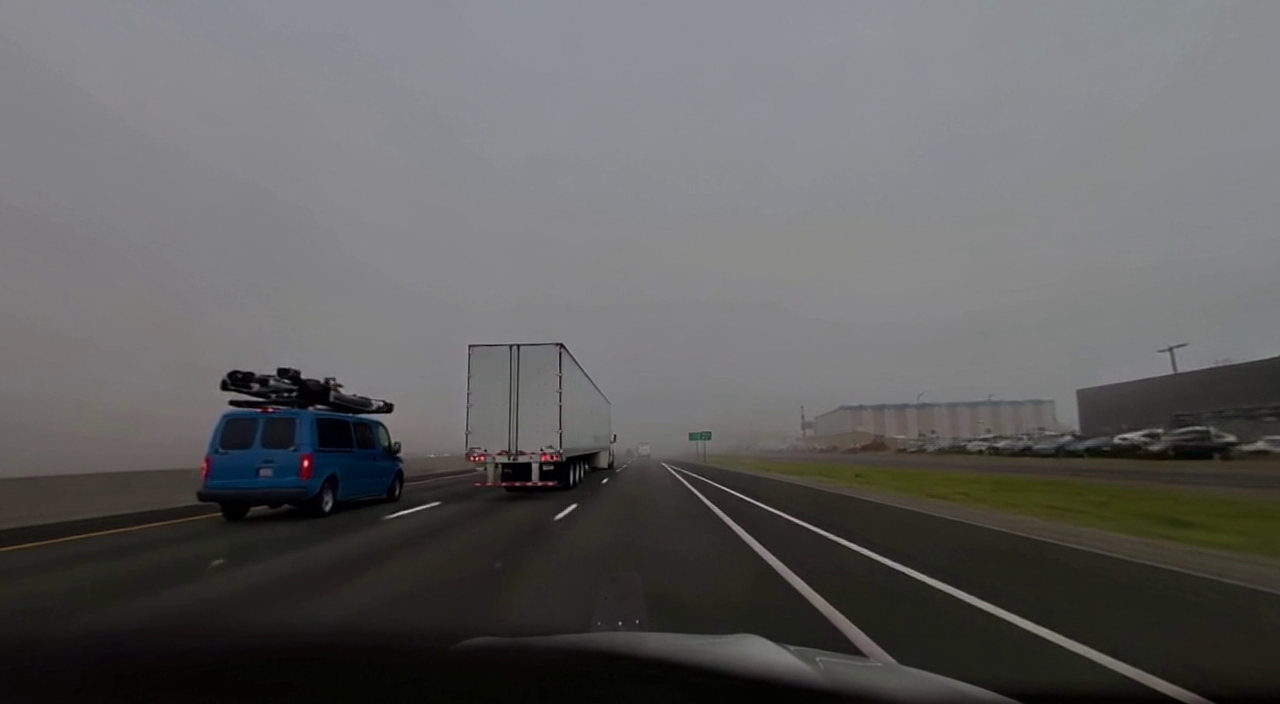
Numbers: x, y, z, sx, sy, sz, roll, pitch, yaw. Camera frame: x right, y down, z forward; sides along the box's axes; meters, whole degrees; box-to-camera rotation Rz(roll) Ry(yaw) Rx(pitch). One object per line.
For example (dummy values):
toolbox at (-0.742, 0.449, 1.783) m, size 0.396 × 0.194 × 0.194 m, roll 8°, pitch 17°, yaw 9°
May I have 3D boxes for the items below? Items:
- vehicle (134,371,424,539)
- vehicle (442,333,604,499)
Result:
vehicle at (-6.809, 2.075, 13.166) m, size 2.385 × 2.672 × 6.049 m, roll 0°, pitch -8°, yaw 0°
vehicle at (-3.404, 2.779, 24.084) m, size 2.939 × 4.132 × 16.303 m, roll 1°, pitch -8°, yaw 0°
